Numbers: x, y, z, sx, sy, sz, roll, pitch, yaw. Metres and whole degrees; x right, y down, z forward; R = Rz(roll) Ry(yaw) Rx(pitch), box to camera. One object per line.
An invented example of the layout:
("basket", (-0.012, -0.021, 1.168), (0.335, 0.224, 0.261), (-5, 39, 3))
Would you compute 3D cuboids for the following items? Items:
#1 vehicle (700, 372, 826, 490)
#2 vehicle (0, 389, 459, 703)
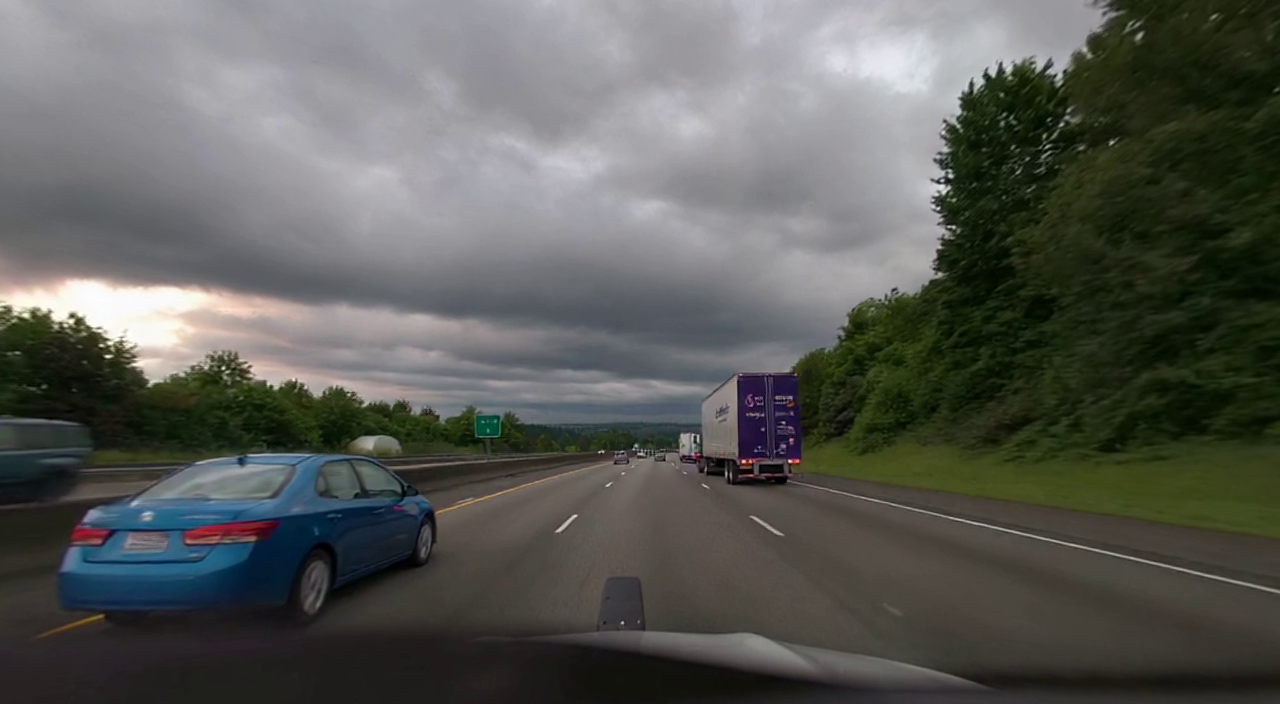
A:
("vehicle", (4.758, 3.693, 27.973), (2.858, 3.952, 13.731), (0, -9, 0))
("vehicle", (-3.101, 1.300, 5.017), (1.960, 1.579, 4.384), (0, -9, 1))
